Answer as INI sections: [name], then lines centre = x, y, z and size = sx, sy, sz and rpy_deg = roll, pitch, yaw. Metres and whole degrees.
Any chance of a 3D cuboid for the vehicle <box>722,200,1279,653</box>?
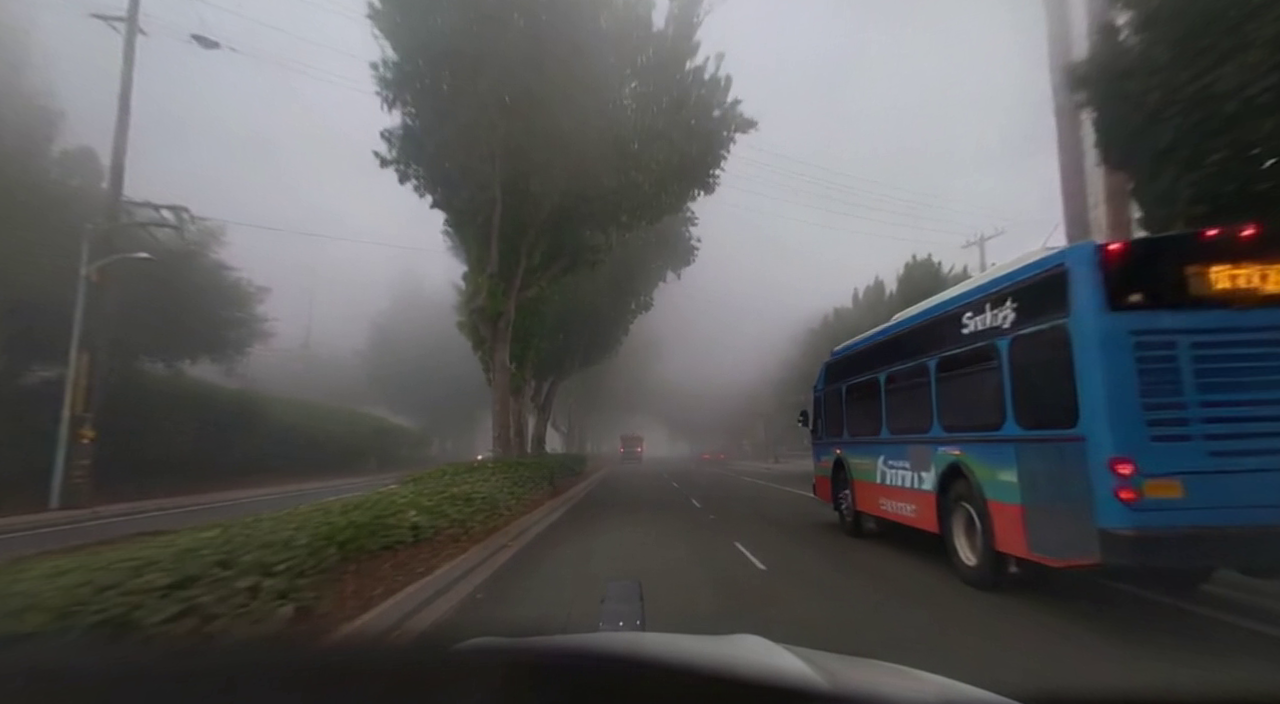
[vehicle]
centre = 4.268, 1.460, 11.334
size = 3.043, 3.162, 13.806
rpy_deg = 0, -8, -3
